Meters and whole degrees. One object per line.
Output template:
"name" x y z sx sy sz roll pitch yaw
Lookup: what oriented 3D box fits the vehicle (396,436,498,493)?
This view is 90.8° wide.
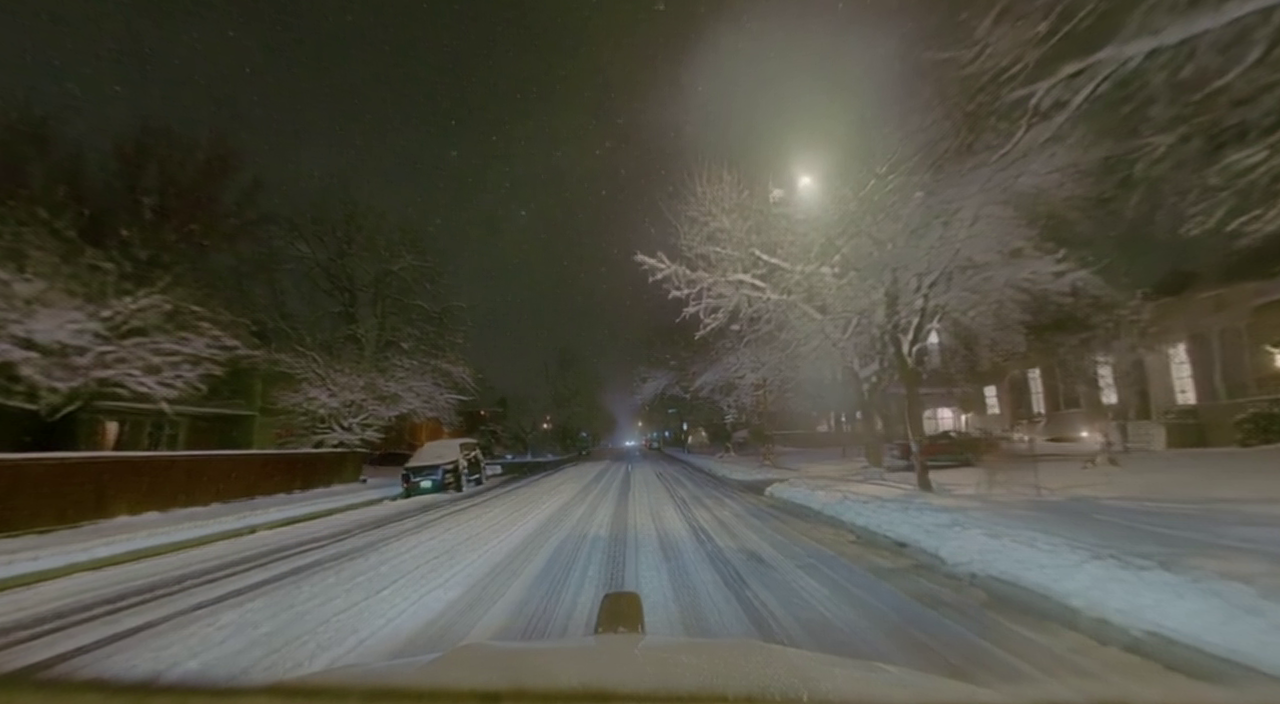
"vehicle" -6.581 3.877 22.245 2.078 1.745 5.119 0 -8 -1
